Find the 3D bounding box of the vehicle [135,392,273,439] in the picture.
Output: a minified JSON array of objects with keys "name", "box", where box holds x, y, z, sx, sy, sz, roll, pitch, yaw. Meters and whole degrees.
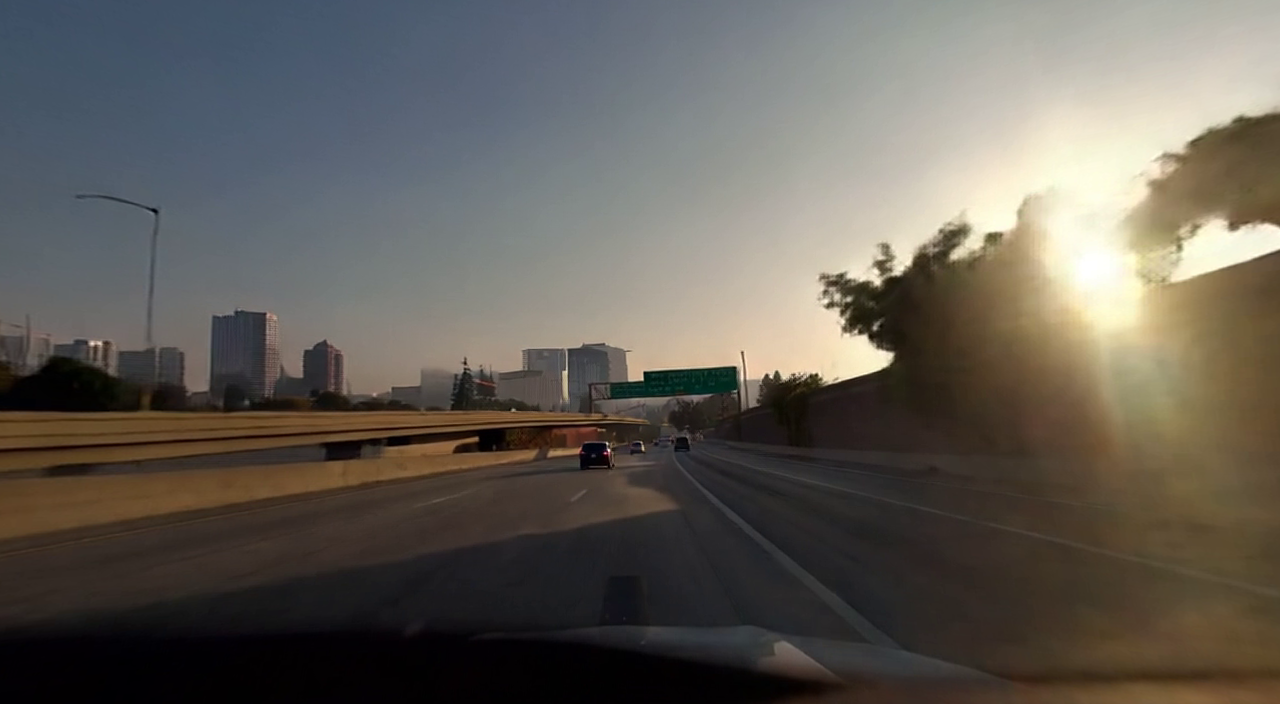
[{"name":"vehicle","box":[-14.777,2.251,21.683,1.958,1.431,3.739,-1,-8,2]}]
